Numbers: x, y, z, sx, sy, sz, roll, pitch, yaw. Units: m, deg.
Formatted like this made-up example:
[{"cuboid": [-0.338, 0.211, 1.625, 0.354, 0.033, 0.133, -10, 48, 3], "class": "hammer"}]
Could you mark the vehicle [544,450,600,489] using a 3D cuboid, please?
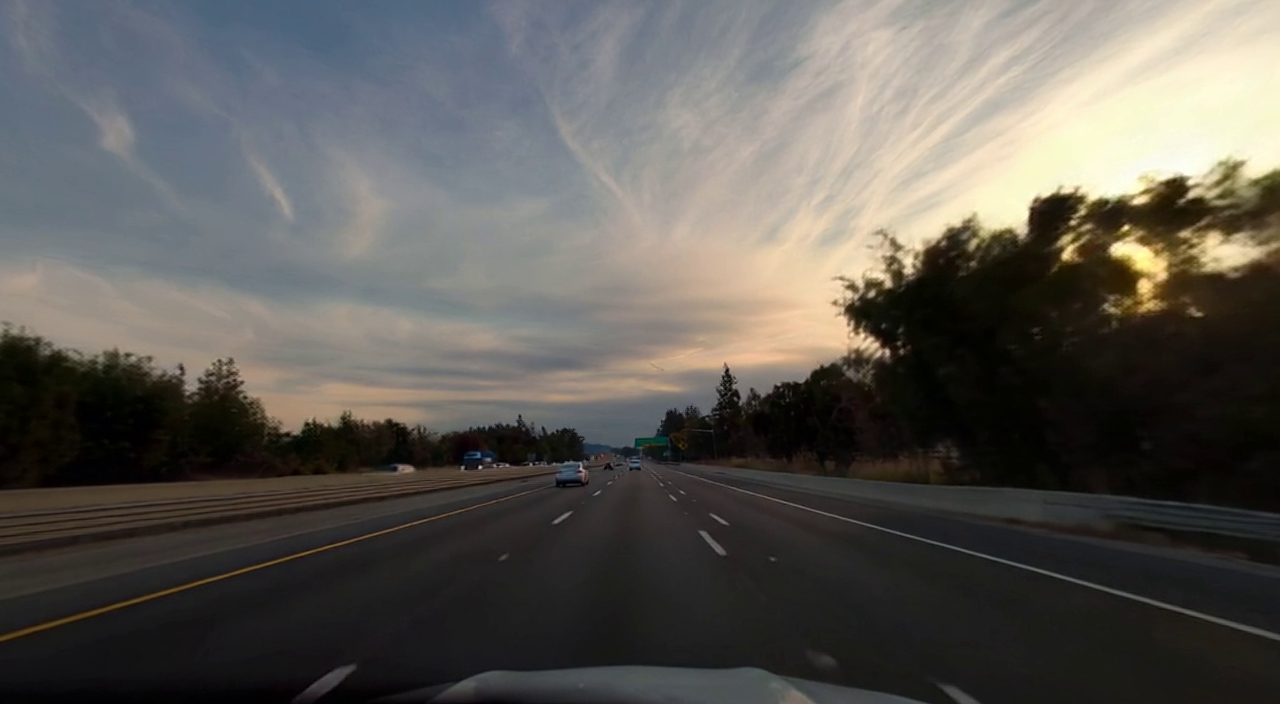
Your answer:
[{"cuboid": [-3.506, 6.220, 33.381, 2.390, 1.879, 4.423, 1, -10, 1], "class": "vehicle"}]

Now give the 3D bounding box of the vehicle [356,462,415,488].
[{"cuboid": [-15.654, 7.589, 38.972, 1.841, 1.497, 4.052, 0, -10, 1], "class": "vehicle"}]
